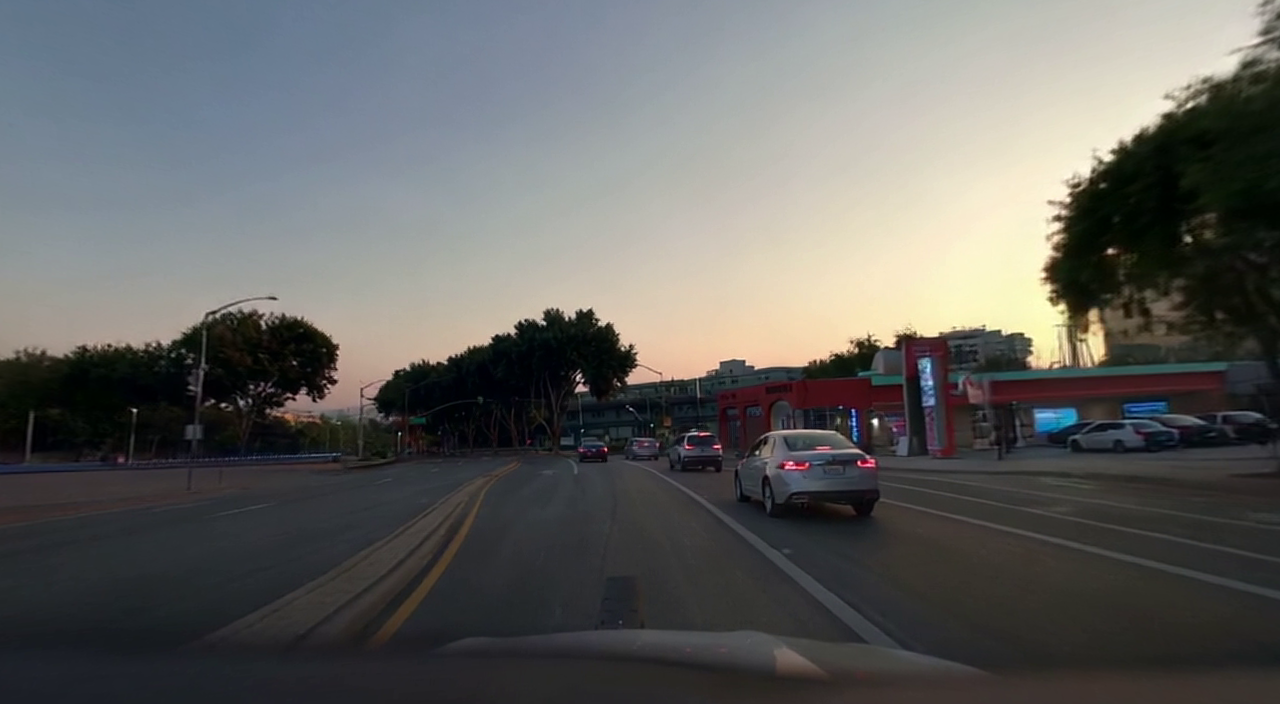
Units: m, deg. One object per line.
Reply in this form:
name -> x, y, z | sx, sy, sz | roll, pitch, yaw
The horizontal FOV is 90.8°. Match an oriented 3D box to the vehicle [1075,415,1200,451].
vehicle -> 28.005, 4.605, 35.702 | 5.103, 1.947, 2.207 | 0, -8, 0

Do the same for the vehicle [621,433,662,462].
vehicle -> 0.037, 6.500, 43.335 | 2.216, 1.750, 4.520 | -1, -7, -8

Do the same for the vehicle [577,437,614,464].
vehicle -> -2.758, 6.003, 38.674 | 2.068, 1.512, 3.987 | 1, -9, -7

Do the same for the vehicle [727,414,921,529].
vehicle -> 2.942, 1.993, 11.160 | 1.966, 1.596, 3.980 | -1, -8, -4

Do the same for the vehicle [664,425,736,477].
vehicle -> 2.228, 3.846, 24.761 | 2.046, 1.768, 4.370 | -1, -8, -5
